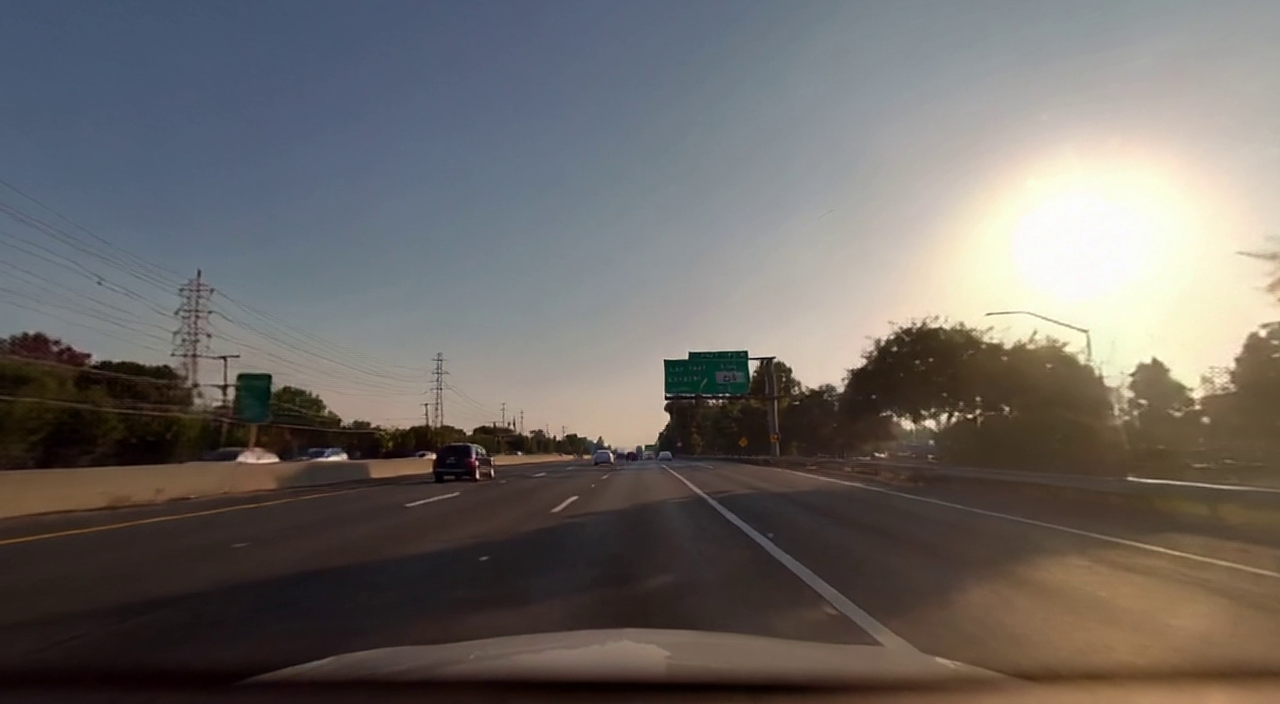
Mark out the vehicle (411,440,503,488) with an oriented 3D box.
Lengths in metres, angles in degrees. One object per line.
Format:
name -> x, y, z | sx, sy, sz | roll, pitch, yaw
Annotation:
vehicle -> -7.108, 4.385, 25.096 | 2.118, 1.696, 4.836 | -1, -9, 2

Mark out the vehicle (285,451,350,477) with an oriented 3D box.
vehicle -> -21.955, 7.613, 43.141 | 1.919, 1.584, 4.826 | 0, -9, 0

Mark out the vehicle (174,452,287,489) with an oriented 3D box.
vehicle -> -18.243, 5.252, 28.407 | 1.865, 1.480, 4.705 | 0, -9, 1
